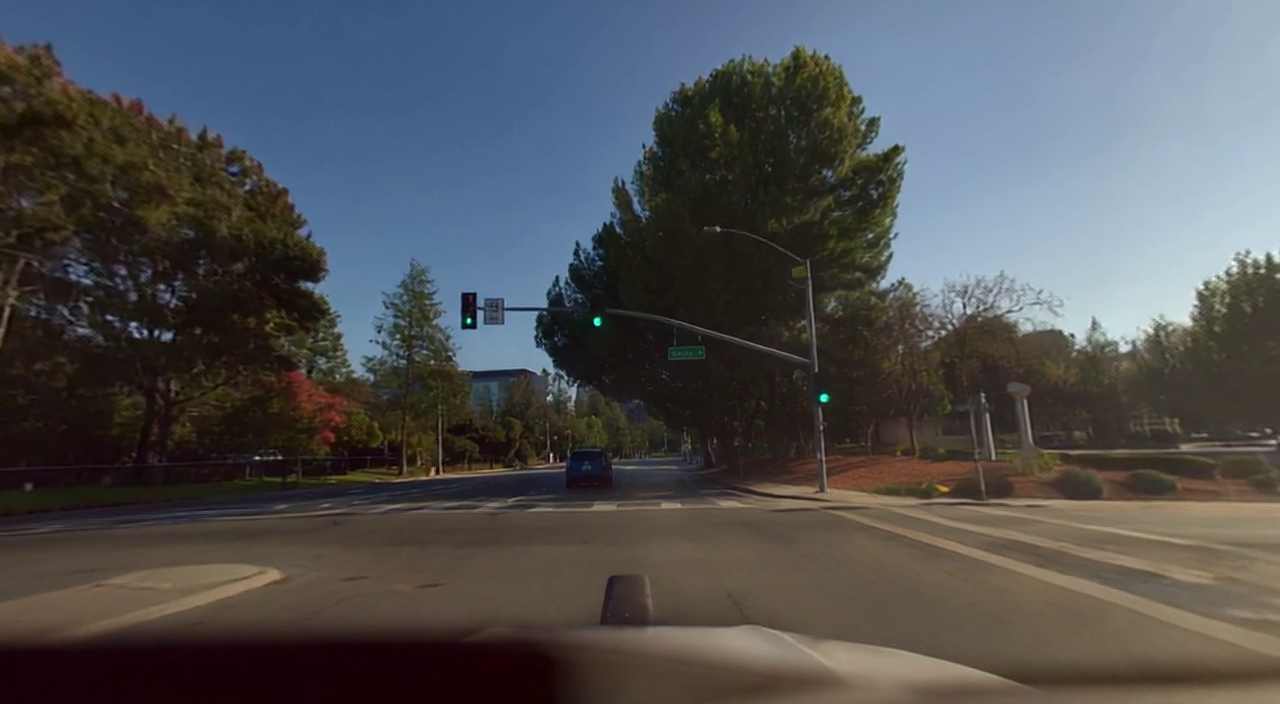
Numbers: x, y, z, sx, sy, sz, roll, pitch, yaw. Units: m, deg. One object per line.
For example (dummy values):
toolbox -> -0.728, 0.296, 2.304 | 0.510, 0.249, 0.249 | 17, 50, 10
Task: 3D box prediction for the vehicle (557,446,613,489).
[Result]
vehicle -> -2.454, 5.273, 29.170 | 2.123, 1.799, 4.425 | 0, -8, 1
